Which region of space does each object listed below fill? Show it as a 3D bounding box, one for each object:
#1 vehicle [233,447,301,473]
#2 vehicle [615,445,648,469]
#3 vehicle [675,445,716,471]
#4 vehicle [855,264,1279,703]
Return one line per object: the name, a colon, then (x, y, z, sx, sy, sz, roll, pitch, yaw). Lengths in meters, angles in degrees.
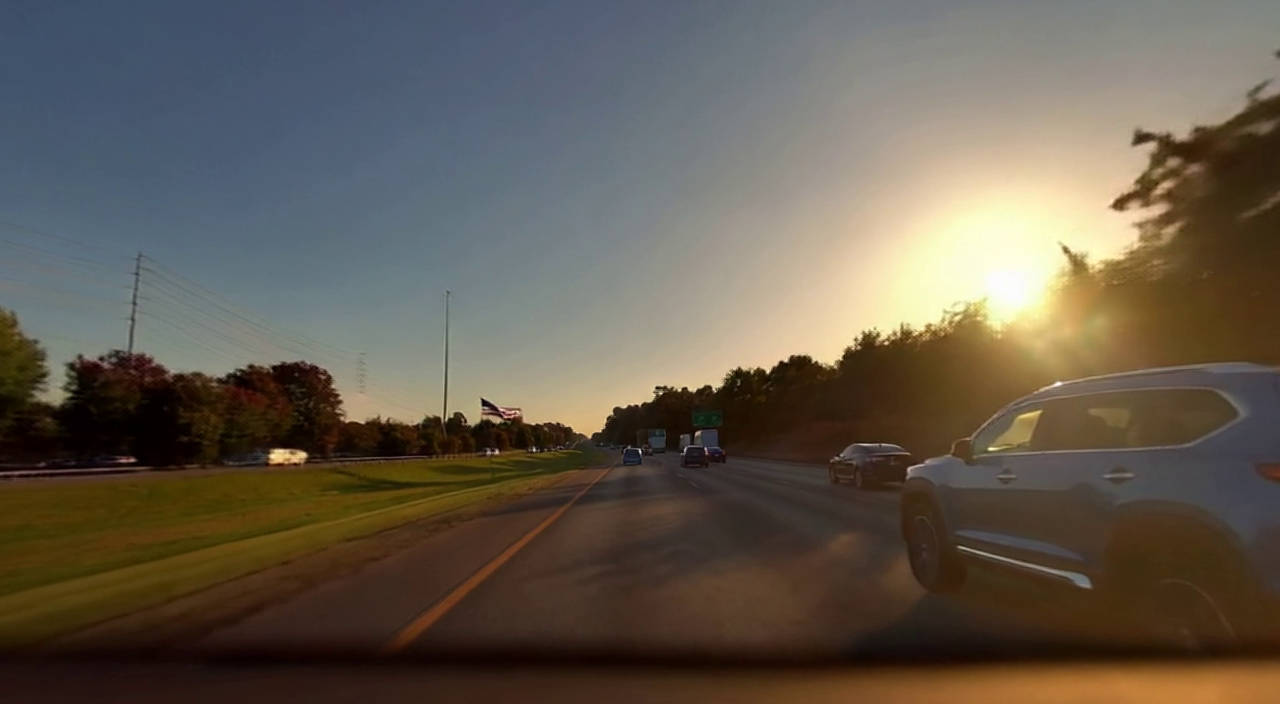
vehicle: (-28.728, 8.292, 48.845, 2.139, 1.875, 5.063, 0, -8, 0)
vehicle: (-0.555, 6.891, 41.597, 2.085, 1.449, 3.860, 0, -8, -1)
vehicle: (3.371, 6.509, 39.131, 1.978, 1.488, 4.252, 0, -8, -2)
vehicle: (3.727, 0.906, 4.097, 2.461, 2.013, 6.075, 0, -8, -1)
